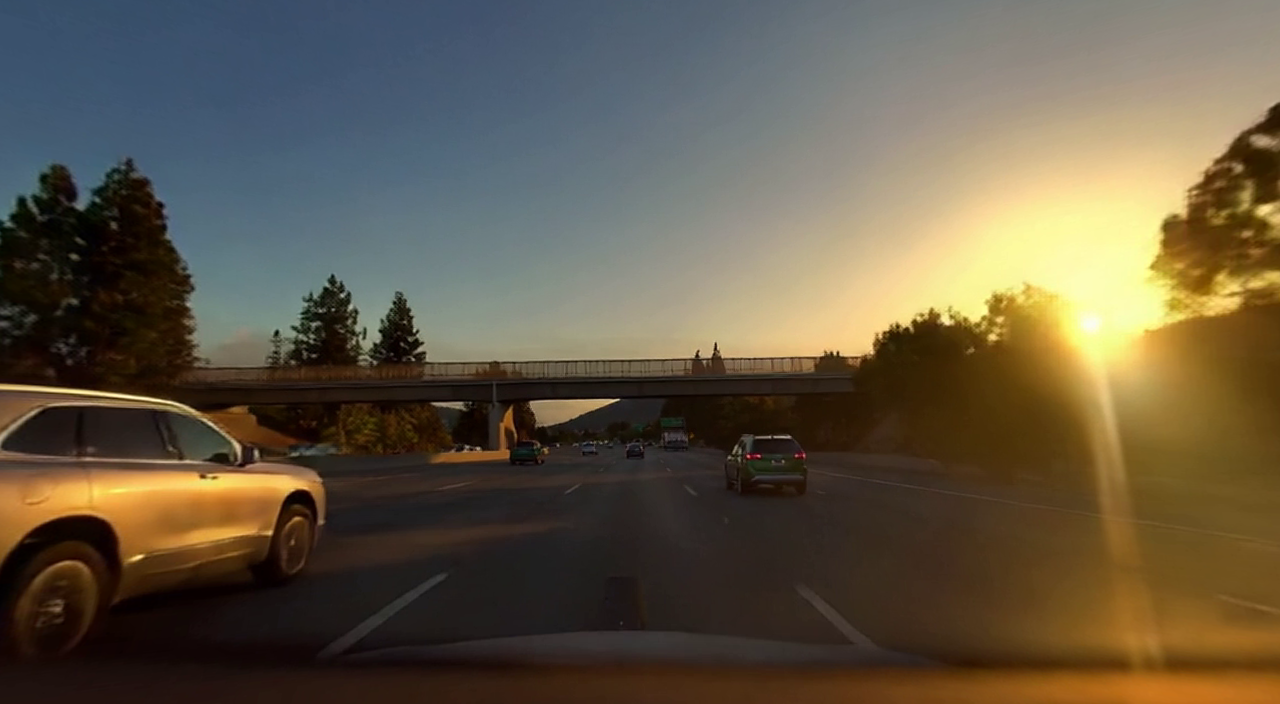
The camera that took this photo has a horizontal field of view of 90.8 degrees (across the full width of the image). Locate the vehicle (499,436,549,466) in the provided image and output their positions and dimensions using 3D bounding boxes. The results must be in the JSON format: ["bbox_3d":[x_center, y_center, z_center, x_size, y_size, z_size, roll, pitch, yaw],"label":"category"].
[{"bbox_3d":[-7.437,6.390,40.927,2.193,1.818,4.995,0,-8,1],"label":"vehicle"}]

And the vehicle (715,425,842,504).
[{"bbox_3d":[3.376,2.858,16.432,2.185,1.749,4.477,0,-8,-1],"label":"vehicle"}]

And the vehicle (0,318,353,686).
[{"bbox_3d":[-4.311,1.007,4.825,2.018,1.872,4.728,0,-8,0],"label":"vehicle"}]
